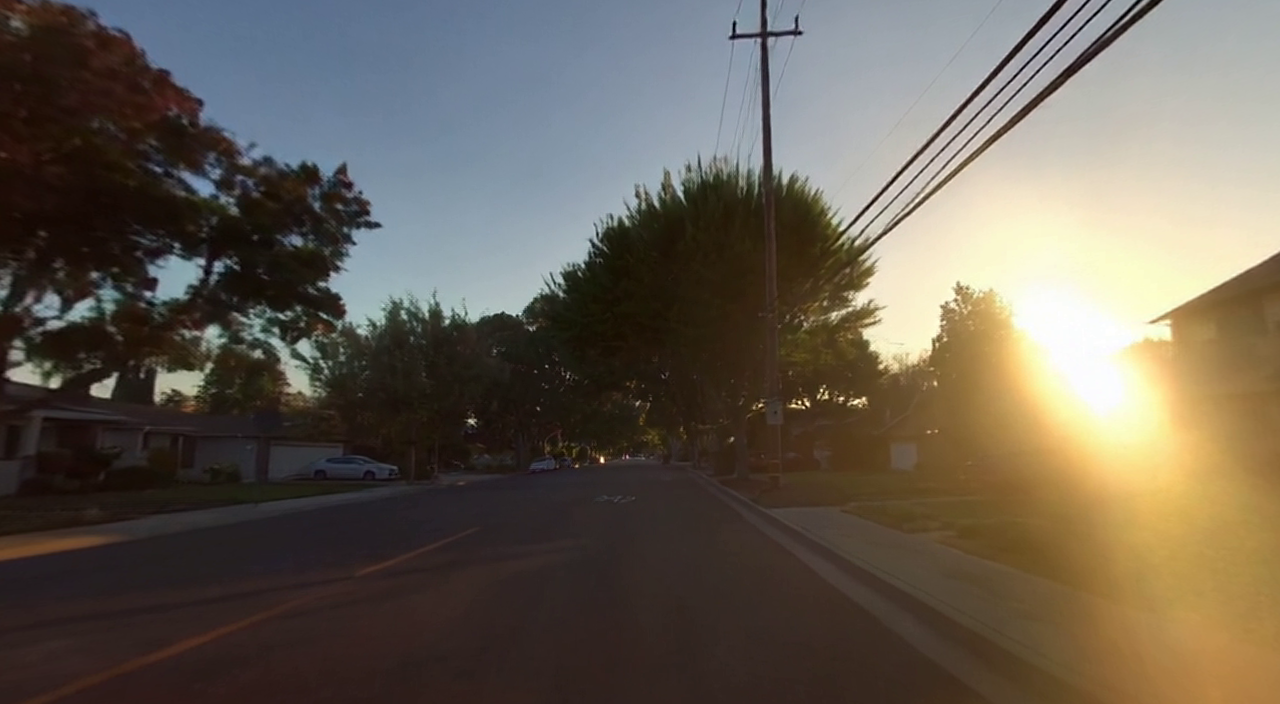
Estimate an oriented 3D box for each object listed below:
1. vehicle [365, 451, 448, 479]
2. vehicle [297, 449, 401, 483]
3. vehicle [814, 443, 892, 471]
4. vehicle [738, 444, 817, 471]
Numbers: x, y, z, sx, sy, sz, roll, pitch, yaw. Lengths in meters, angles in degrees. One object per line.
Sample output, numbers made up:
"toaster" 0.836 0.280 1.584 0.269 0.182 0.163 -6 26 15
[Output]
"vehicle" -14.267 6.898 38.718 4.260 1.588 1.927 -1 -8 6
"vehicle" -15.180 5.935 33.085 4.500 1.714 1.924 -1 -8 7
"vehicle" 13.009 6.428 38.769 4.122 1.610 1.888 0 -8 2
"vehicle" 9.354 7.234 43.349 4.952 1.775 2.089 0 -8 1
